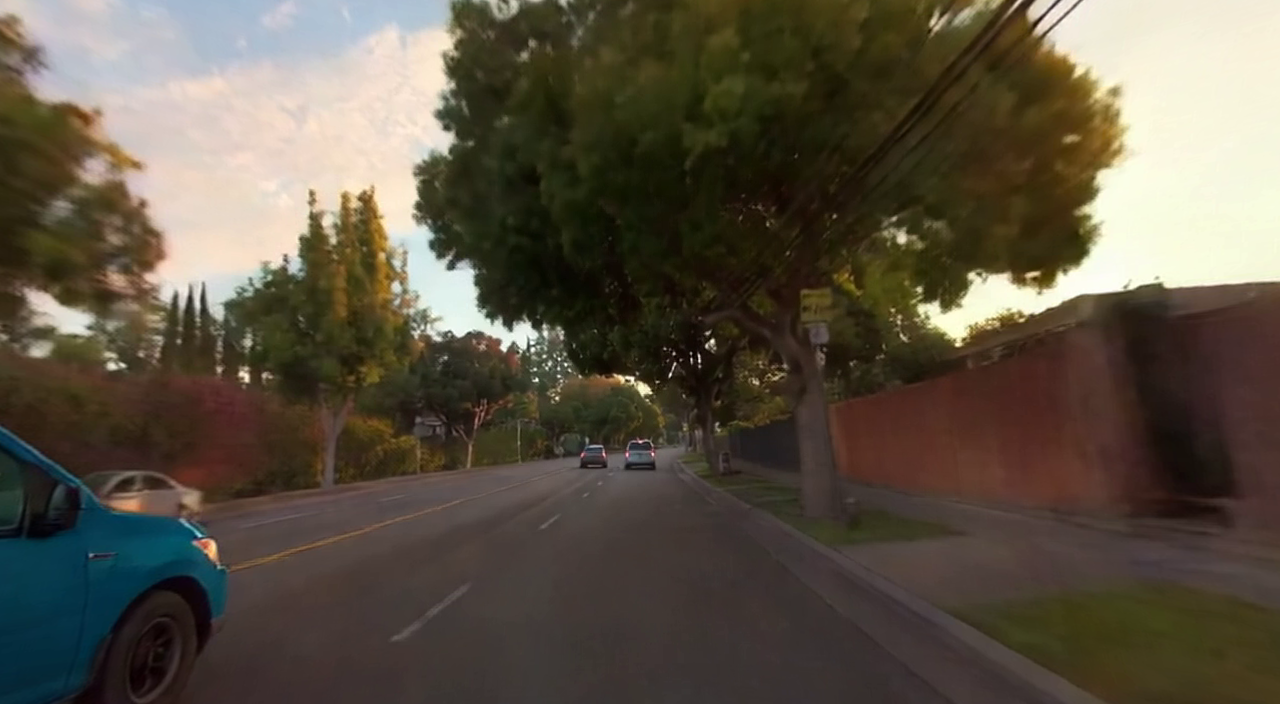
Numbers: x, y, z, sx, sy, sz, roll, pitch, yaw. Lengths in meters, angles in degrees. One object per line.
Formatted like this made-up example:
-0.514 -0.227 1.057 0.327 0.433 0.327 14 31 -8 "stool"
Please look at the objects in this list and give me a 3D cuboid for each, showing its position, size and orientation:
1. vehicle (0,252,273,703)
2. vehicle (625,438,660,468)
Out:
-3.642 0.516 1.164 2.336 2.152 5.866 0 -9 0 "vehicle"
0.180 6.309 39.522 2.120 1.718 3.909 0 -9 1 "vehicle"
